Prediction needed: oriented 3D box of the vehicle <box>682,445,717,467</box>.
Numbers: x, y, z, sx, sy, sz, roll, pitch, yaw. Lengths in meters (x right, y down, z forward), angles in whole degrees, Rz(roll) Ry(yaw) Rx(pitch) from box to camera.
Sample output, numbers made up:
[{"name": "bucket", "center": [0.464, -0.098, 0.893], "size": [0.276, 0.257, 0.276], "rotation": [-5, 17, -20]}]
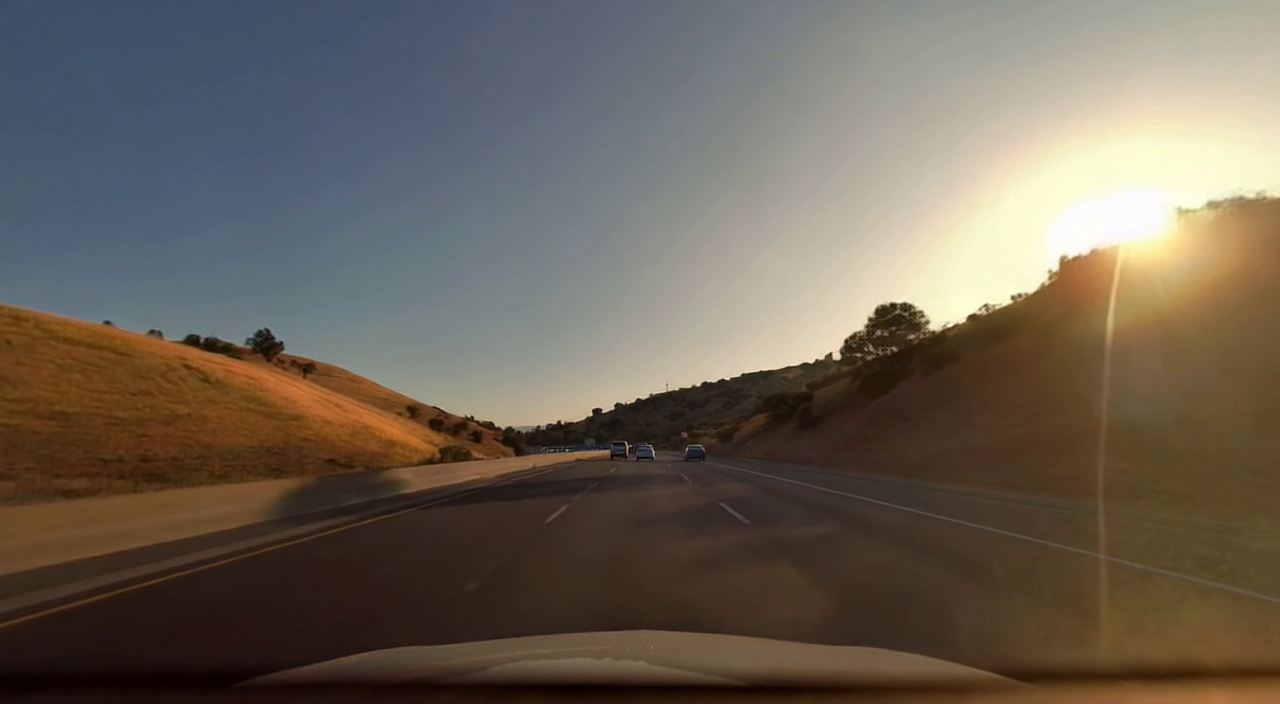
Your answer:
[{"name": "vehicle", "center": [3.861, 6.809, 41.386], "size": [1.976, 1.352, 3.602], "rotation": [0, -8, 0]}]

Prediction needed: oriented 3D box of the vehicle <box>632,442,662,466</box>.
[{"name": "vehicle", "center": [0.466, 7.208, 44.912], "size": [1.986, 1.576, 4.312], "rotation": [0, -8, 0]}]

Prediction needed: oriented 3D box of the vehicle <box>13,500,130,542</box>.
[{"name": "vehicle", "center": [-31.582, 9.398, 35.281], "size": [1.982, 1.708, 4.819], "rotation": [0, -8, 1]}]
